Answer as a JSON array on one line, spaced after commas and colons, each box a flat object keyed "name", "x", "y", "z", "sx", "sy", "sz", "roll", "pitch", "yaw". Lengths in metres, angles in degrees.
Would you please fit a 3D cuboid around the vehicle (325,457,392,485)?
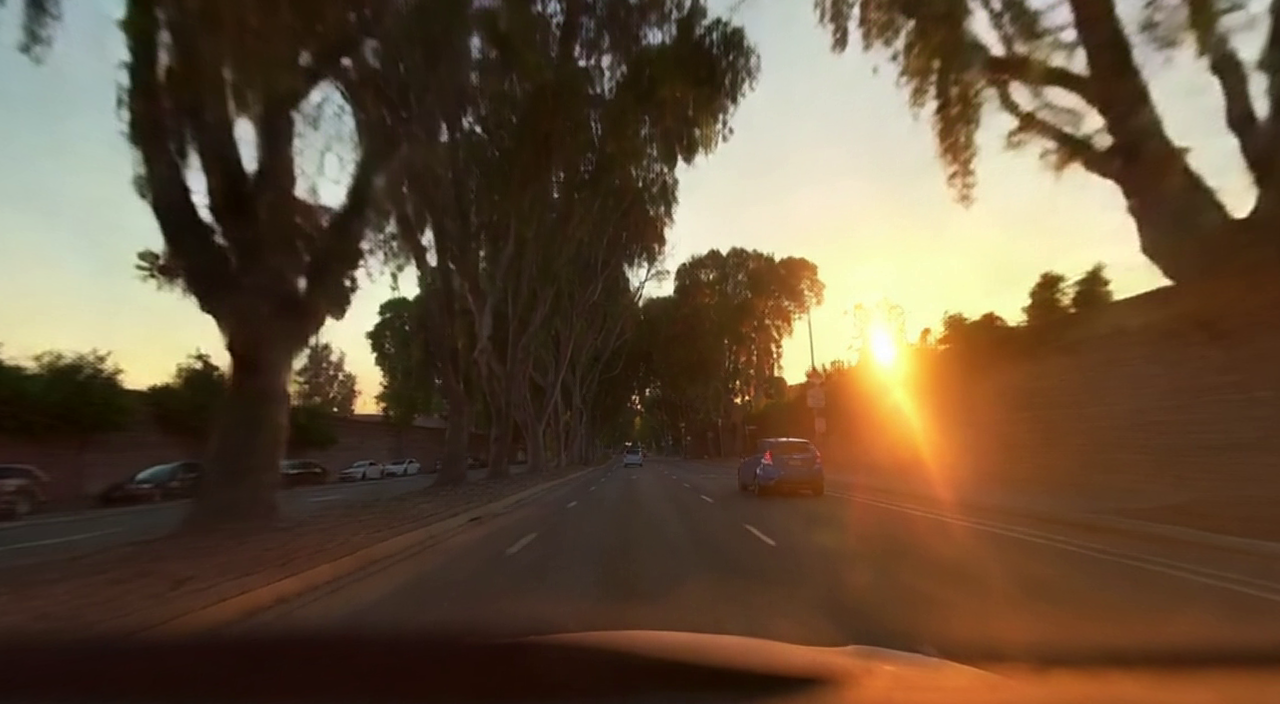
[{"name": "vehicle", "x": -17.479, "y": 7.379, "z": 39.472, "sx": 2.099, "sy": 1.558, "sz": 4.533, "roll": -1, "pitch": -8, "yaw": 0}]

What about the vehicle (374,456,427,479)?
[{"name": "vehicle", "x": -17.669, "y": 8.527, "z": 46.889, "sx": 2.071, "sy": 1.489, "sz": 4.724, "roll": -1, "pitch": -8, "yaw": 0}]

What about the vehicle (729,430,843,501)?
[{"name": "vehicle", "x": 4.049, "y": 3.223, "z": 18.376, "sx": 2.155, "sy": 1.752, "sz": 4.456, "roll": 0, "pitch": -8, "yaw": -1}]

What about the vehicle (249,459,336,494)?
[{"name": "vehicle", "x": -17.135, "y": 6.120, "z": 31.394, "sx": 1.933, "sy": 1.494, "sz": 4.259, "roll": -1, "pitch": -8, "yaw": -1}]

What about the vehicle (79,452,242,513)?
[{"name": "vehicle", "x": -17.499, "y": 4.724, "z": 23.499, "sx": 2.352, "sy": 1.857, "sz": 4.893, "roll": -4, "pitch": -9, "yaw": -2}]
